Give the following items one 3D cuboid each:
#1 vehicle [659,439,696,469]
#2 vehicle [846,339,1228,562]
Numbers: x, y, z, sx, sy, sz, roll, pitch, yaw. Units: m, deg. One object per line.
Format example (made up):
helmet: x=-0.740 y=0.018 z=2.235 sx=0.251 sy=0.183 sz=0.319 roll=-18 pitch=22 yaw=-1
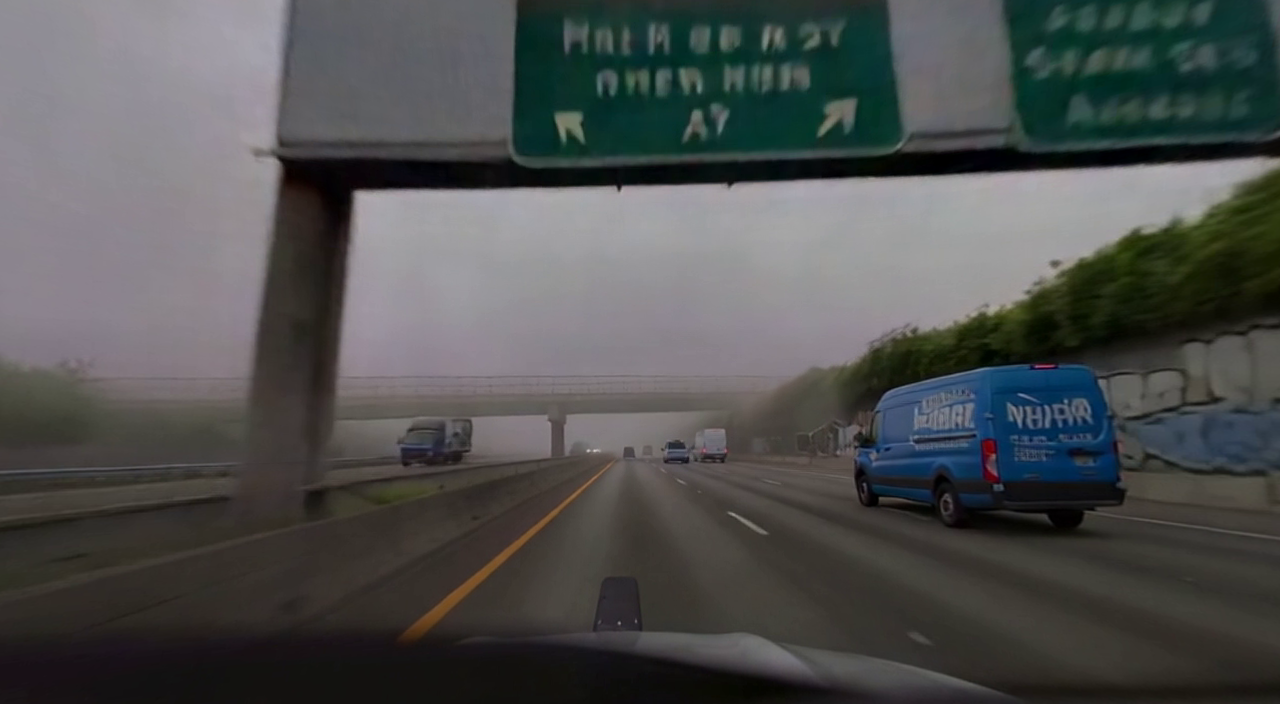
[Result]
vehicle: x=2.543 y=7.102 z=43.873 sx=2.007 sy=1.943 sz=5.010 roll=0 pitch=-9 yaw=-3
vehicle: x=5.642 y=1.572 z=10.358 sx=2.283 sy=2.631 sz=5.719 roll=0 pitch=-9 yaw=-2
